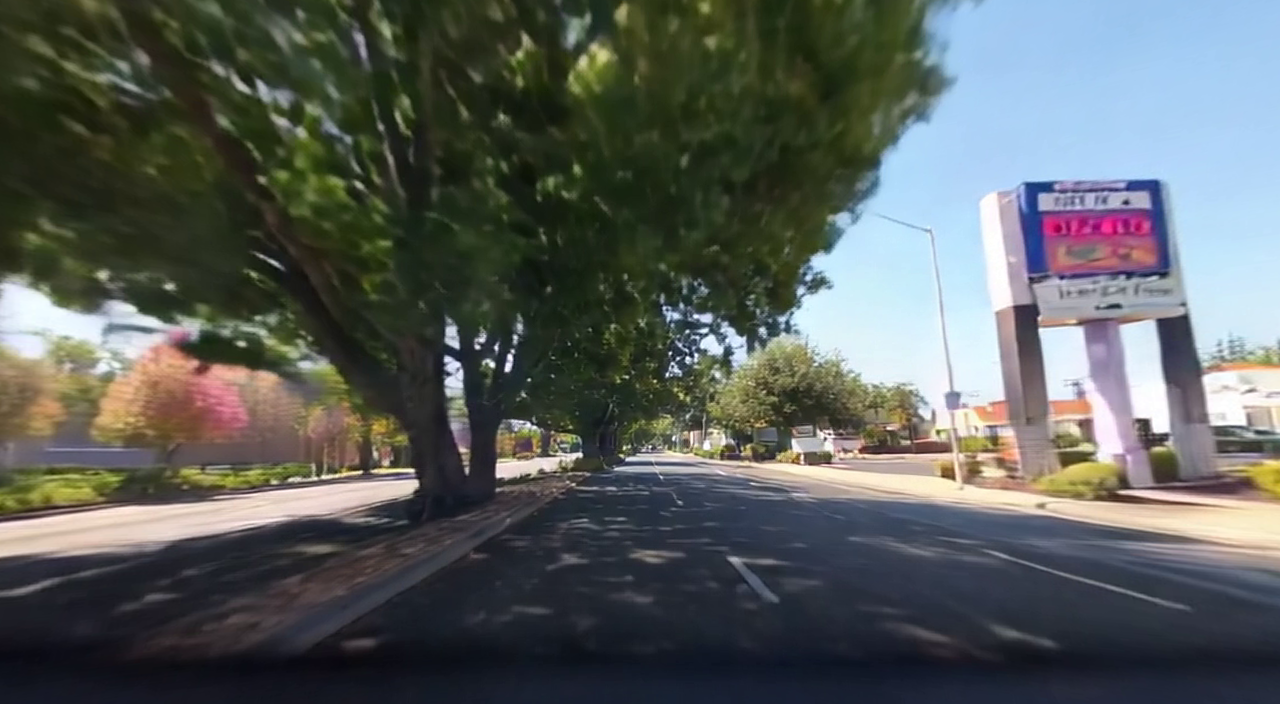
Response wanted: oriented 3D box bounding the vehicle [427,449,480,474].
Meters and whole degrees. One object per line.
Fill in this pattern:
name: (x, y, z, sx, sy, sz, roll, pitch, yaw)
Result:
vehicle: (-12.186, 7.159, 41.624, 2.015, 1.484, 4.651, 0, -8, 0)
